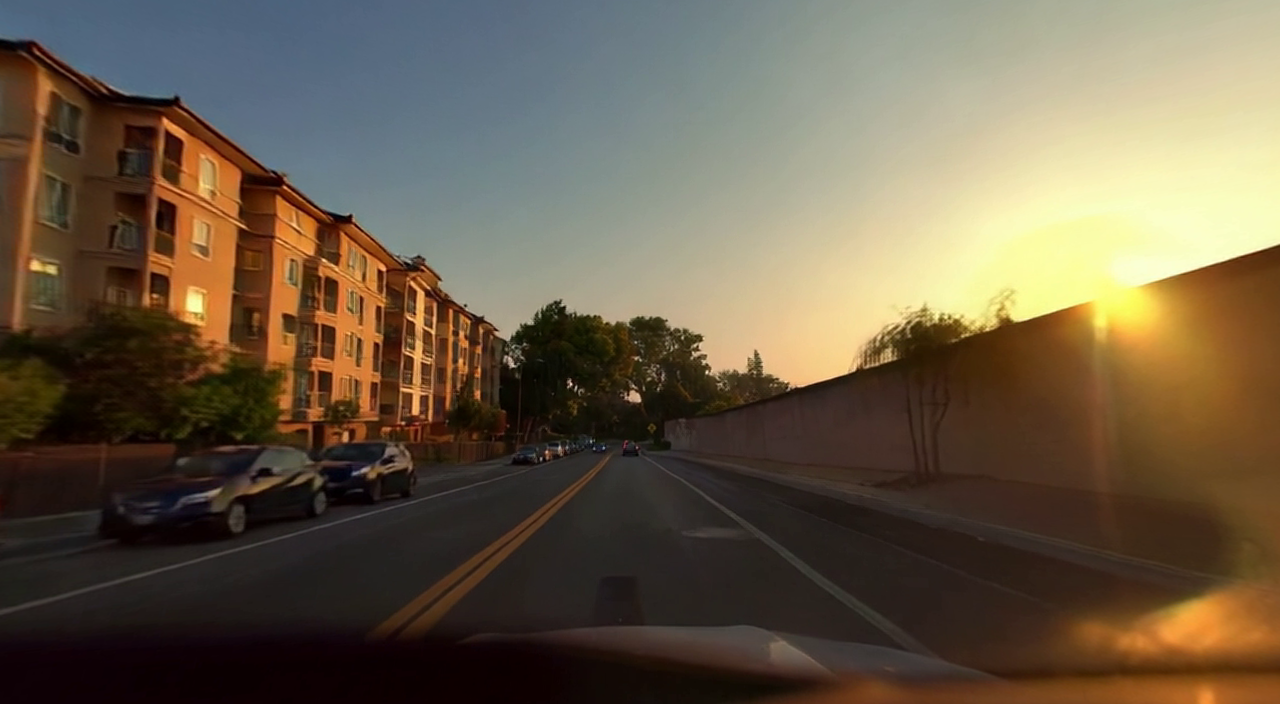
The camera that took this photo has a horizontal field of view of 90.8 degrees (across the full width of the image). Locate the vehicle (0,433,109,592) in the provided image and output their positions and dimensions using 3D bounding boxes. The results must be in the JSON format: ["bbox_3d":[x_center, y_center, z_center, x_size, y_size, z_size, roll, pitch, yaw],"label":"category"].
[{"bbox_3d":[-6.751,1.269,4.480,1.914,1.417,4.750,3,-8,-2],"label":"vehicle"}]

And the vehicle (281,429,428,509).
[{"bbox_3d":[-6.955,2.842,15.909,1.878,1.658,3.827,3,-8,-1],"label":"vehicle"}]

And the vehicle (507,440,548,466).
[{"bbox_3d":[-7.487,6.762,42.626,1.913,1.560,4.513,2,-8,0],"label":"vehicle"}]

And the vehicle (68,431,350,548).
[{"bbox_3d":[-6.866,2.176,10.825,1.773,1.466,4.407,4,-8,-2],"label":"vehicle"}]
